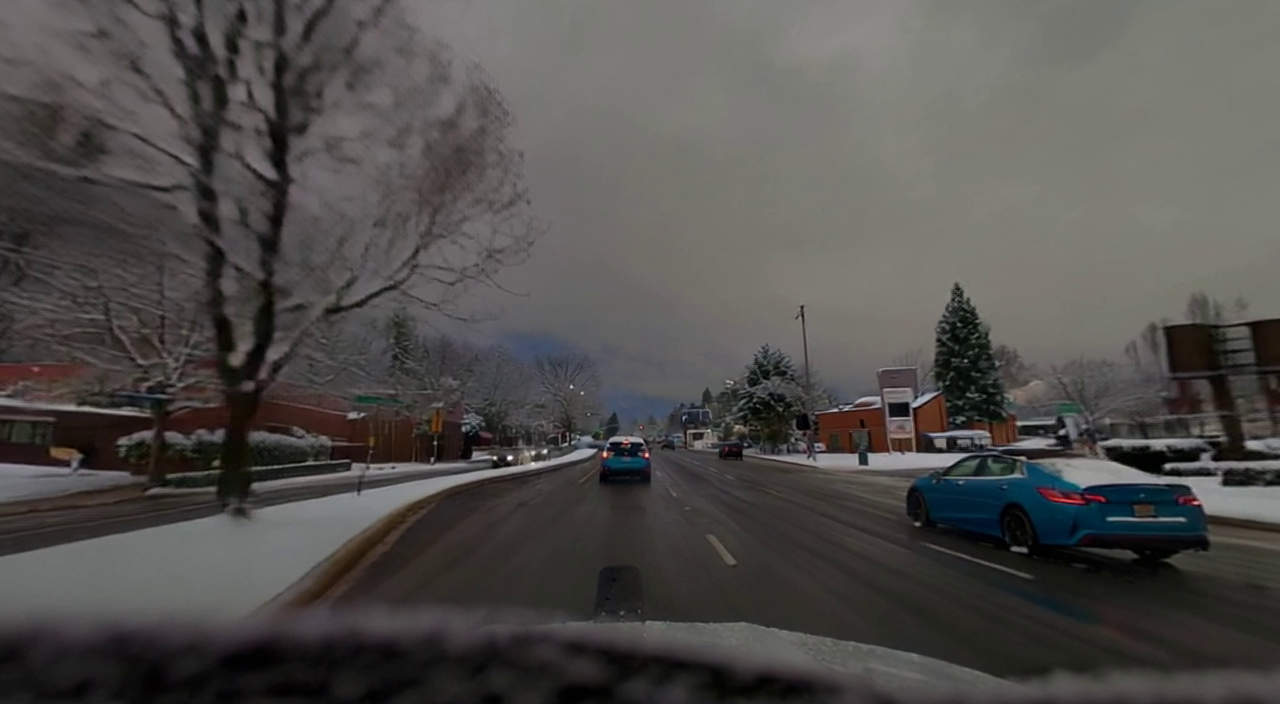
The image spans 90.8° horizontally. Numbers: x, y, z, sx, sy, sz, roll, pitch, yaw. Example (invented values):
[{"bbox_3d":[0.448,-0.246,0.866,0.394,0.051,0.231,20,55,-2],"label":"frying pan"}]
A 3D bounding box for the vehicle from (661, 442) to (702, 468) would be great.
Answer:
[{"bbox_3d":[2.396,6.072,37.401,2.078,1.471,4.142,0,-9,-1],"label":"vehicle"}]

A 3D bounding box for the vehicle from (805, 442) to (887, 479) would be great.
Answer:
[{"bbox_3d":[8.876,4.695,27.626,2.045,1.484,4.342,0,-9,-1],"label":"vehicle"}]

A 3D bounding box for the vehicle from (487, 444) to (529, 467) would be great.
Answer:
[{"bbox_3d":[-9.502,7.469,45.737,1.989,1.542,4.435,0,-9,1],"label":"vehicle"}]

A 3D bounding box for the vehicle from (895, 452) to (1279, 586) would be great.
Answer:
[{"bbox_3d":[5.550,2.016,8.542,2.258,1.294,4.312,0,-9,-2],"label":"vehicle"}]

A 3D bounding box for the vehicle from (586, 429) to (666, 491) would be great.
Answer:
[{"bbox_3d":[-0.458,3.404,20.209,2.266,1.762,4.131,0,-9,-2],"label":"vehicle"}]
